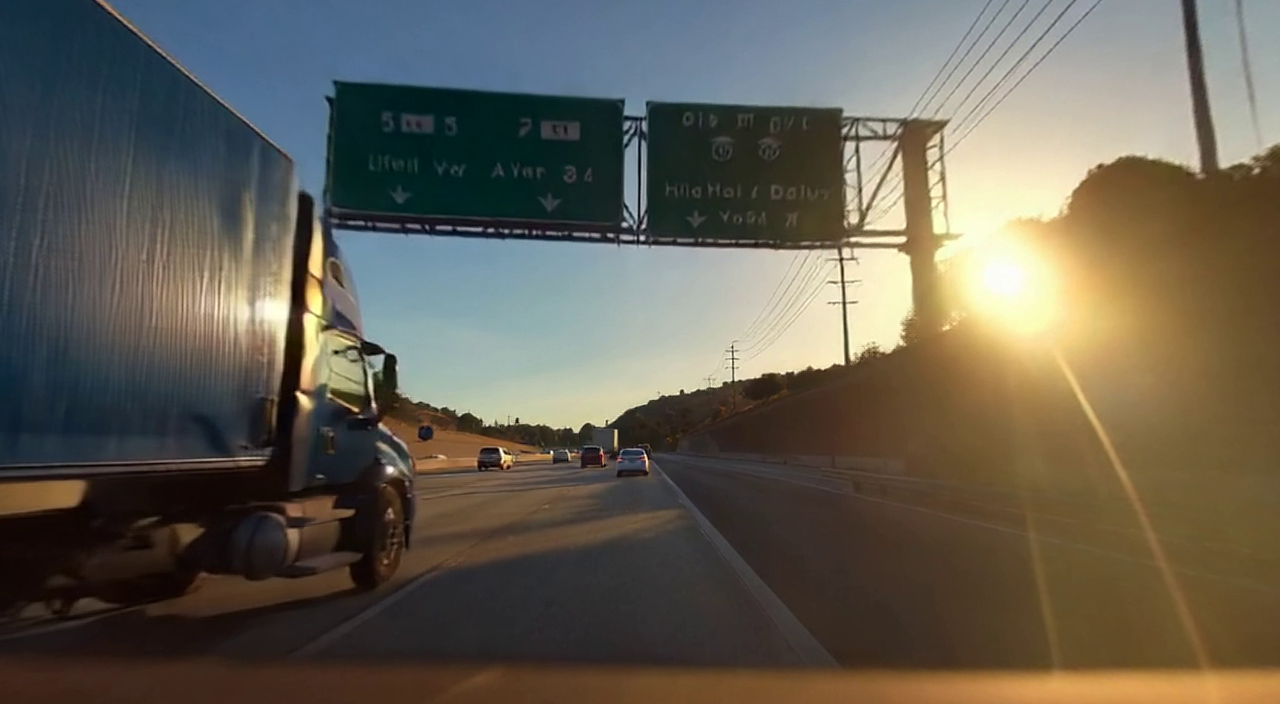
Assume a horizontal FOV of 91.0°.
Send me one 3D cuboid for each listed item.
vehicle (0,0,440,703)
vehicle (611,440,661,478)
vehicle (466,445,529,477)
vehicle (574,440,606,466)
[{"bbox_3d":[-3.544,0.005,1.451,3.023,3.246,9.102,0,-9,1],"label":"vehicle"},{"bbox_3d":[-0.176,5.043,29.878,2.178,1.640,4.071,0,-9,0],"label":"vehicle"},{"bbox_3d":[-7.094,5.452,31.795,2.025,1.510,4.582,0,-9,1],"label":"vehicle"},{"bbox_3d":[-3.834,7.829,48.863,2.109,1.840,4.614,0,-9,0],"label":"vehicle"}]
